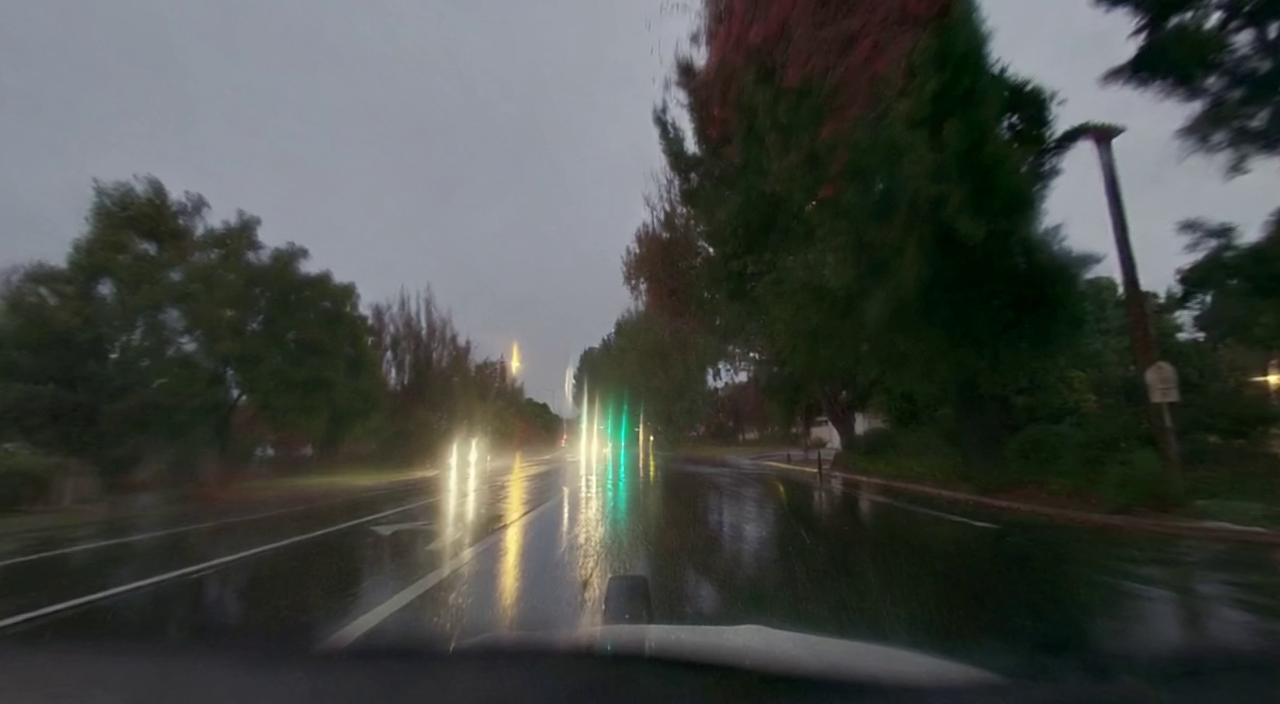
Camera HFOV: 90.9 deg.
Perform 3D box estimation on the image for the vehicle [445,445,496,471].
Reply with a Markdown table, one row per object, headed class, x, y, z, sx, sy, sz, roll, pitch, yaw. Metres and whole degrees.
| class | x | y | z | sx | sy | sz | roll | pitch | yaw |
| --- | --- | --- | --- | --- | --- | --- | --- | --- | --- |
| vehicle | -12.036 | 7.542 | 45.177 | 2.066 | 1.681 | 5.292 | -1 | -8 | 2 |
